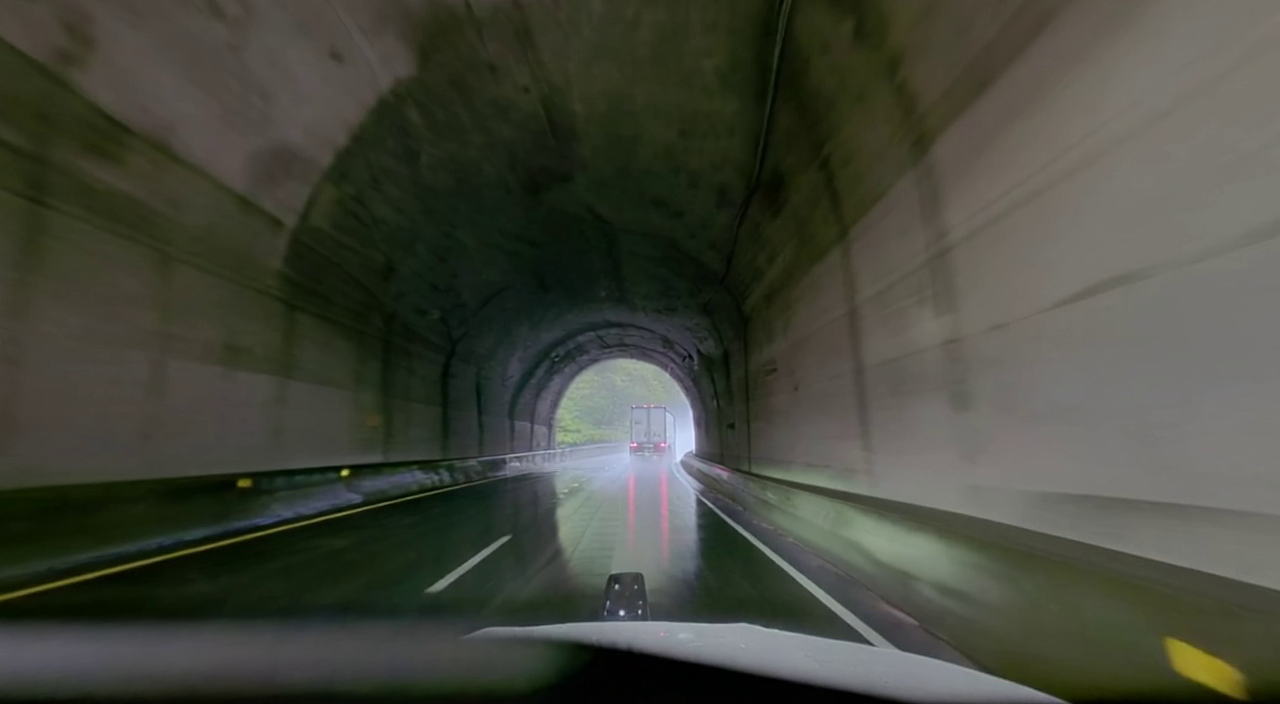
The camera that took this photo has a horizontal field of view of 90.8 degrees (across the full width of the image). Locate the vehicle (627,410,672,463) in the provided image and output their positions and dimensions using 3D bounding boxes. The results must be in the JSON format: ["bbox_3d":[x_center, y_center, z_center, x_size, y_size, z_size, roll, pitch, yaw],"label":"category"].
[{"bbox_3d":[0.900,6.432,47.234,2.915,3.468,11.233,-1,-9,3],"label":"vehicle"}]
